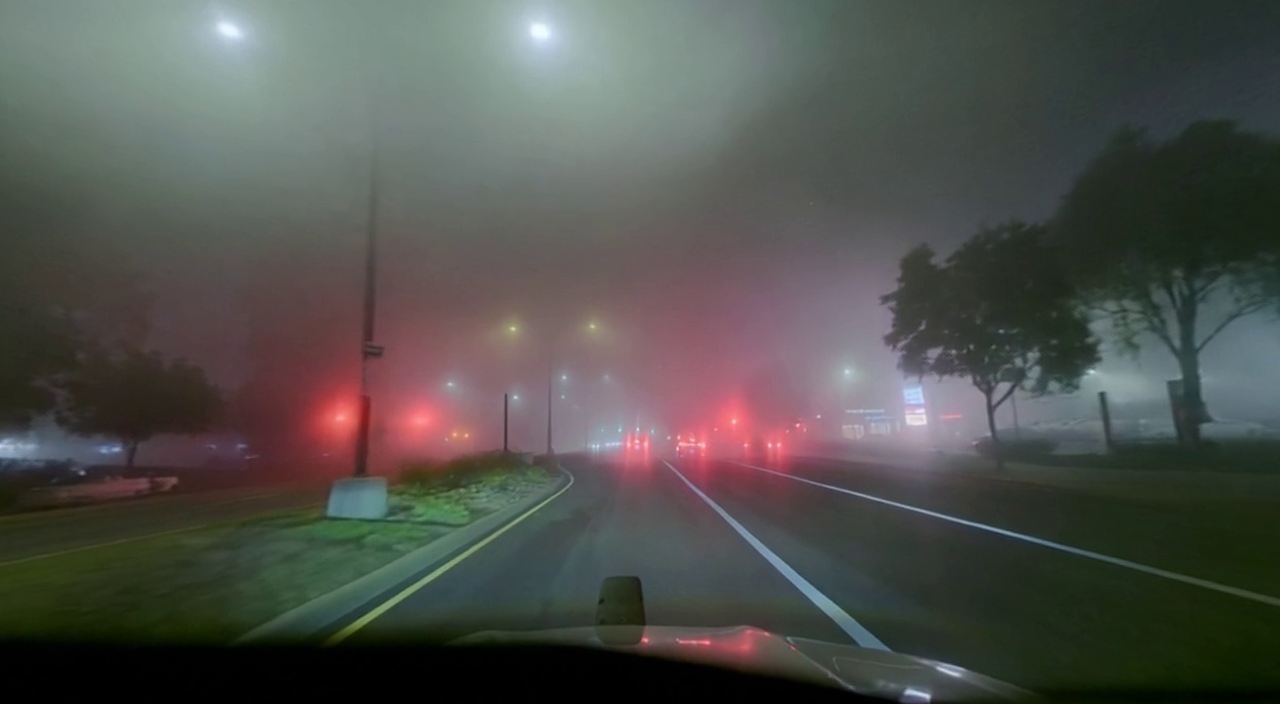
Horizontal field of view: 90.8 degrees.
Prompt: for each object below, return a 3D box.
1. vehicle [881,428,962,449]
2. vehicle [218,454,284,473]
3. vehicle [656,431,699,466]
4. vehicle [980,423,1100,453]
[{"bbox_3d":[20.293,6.274,45.633,4.813,1.483,2.129,0,-8,0],"label":"vehicle"},{"bbox_3d":[-30.250,8.684,49.203,4.040,1.389,1.664,0,-8,0],"label":"vehicle"},{"bbox_3d":[1.978,5.078,33.343,2.100,1.683,4.231,-1,-8,3],"label":"vehicle"},{"bbox_3d":[19.989,4.321,31.730,4.619,1.447,2.054,0,-9,0],"label":"vehicle"}]
